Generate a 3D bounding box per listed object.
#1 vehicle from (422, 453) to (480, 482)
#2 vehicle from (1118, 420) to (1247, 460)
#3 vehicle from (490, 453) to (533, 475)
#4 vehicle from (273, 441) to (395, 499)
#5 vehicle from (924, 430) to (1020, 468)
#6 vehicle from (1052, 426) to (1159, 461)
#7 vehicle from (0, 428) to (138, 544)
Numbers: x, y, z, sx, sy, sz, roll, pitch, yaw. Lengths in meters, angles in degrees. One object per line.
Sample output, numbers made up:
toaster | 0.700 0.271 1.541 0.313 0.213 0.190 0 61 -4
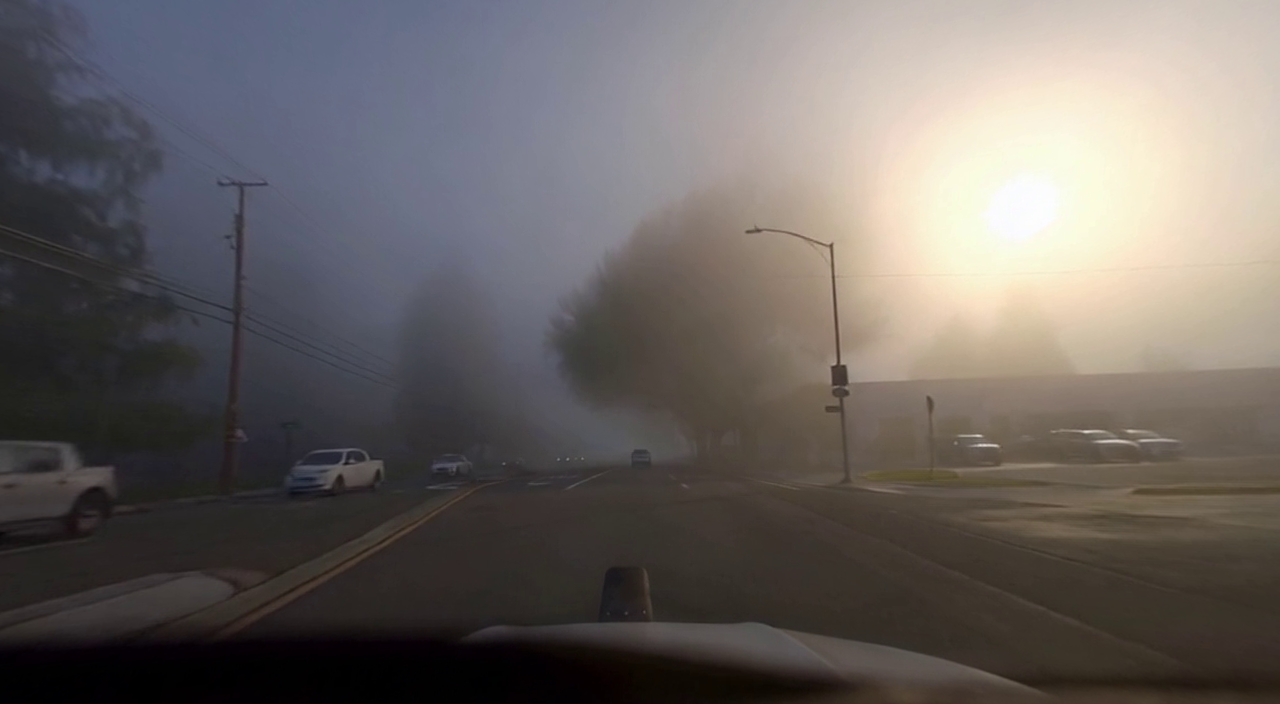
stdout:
vehicle | -10.861 6.638 36.585 1.873 1.516 4.339 0 -8 2
vehicle | 27.011 4.510 31.654 2.040 1.829 4.826 0 -10 -1
vehicle | -9.826 8.554 48.518 2.084 1.517 5.096 -1 -8 2
vehicle | -10.753 4.150 22.629 2.000 1.817 4.624 -1 -8 1
vehicle | 16.998 5.019 32.625 2.021 1.753 4.941 -1 -9 -4
vehicle | 24.304 4.867 33.159 1.996 1.723 4.576 0 -10 -1
vehicle | -10.801 2.068 9.739 2.189 1.747 4.651 0 -8 1
